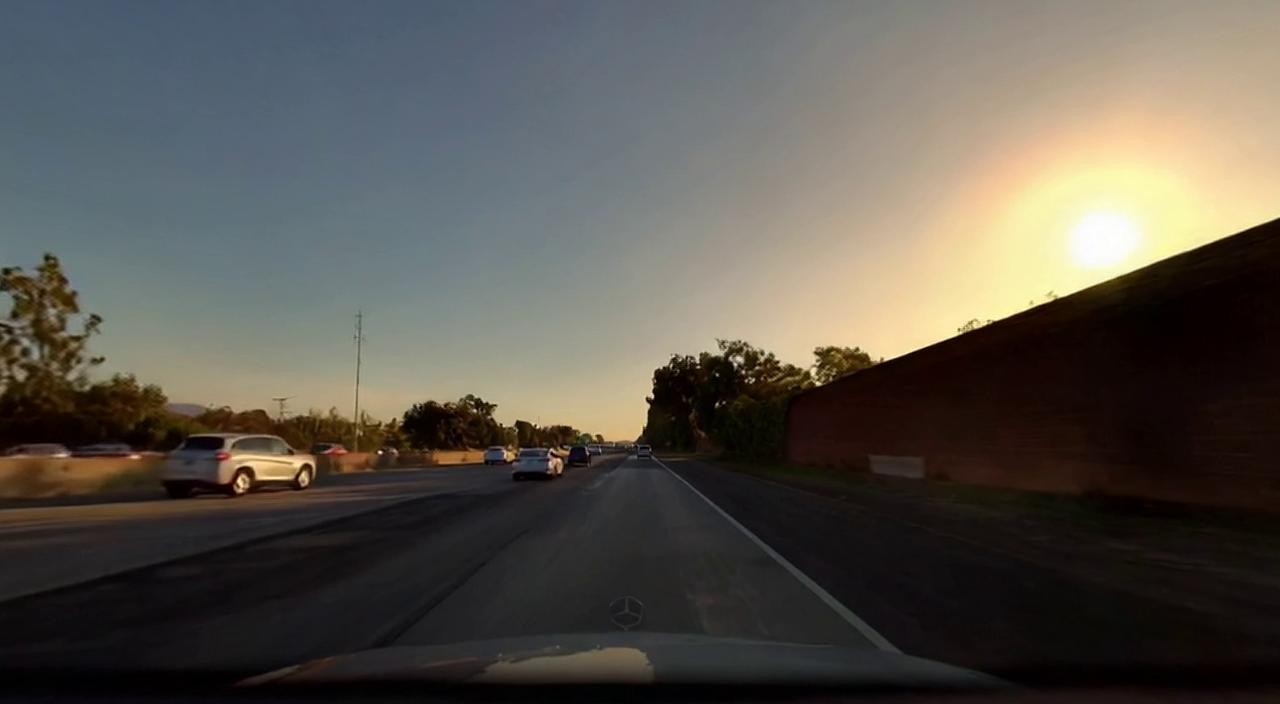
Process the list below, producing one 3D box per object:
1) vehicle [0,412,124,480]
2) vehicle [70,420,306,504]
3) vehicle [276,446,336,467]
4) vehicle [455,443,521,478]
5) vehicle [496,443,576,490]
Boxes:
[{"bbox_3d":[-25.171,3.921,26.121,2.246,2.525,5.956,0,-8,0],"label":"vehicle"},{"bbox_3d":[-11.277,2.790,16.364,2.207,1.834,5.255,0,-8,0],"label":"vehicle"},{"bbox_3d":[-24.938,7.802,47.099,1.924,1.523,4.484,0,-8,1],"label":"vehicle"},{"bbox_3d":[-7.018,5.038,29.412,1.942,1.502,4.216,0,-8,1],"label":"vehicle"},{"bbox_3d":[-3.589,4.039,22.603,1.945,1.484,4.803,0,-8,1],"label":"vehicle"}]
